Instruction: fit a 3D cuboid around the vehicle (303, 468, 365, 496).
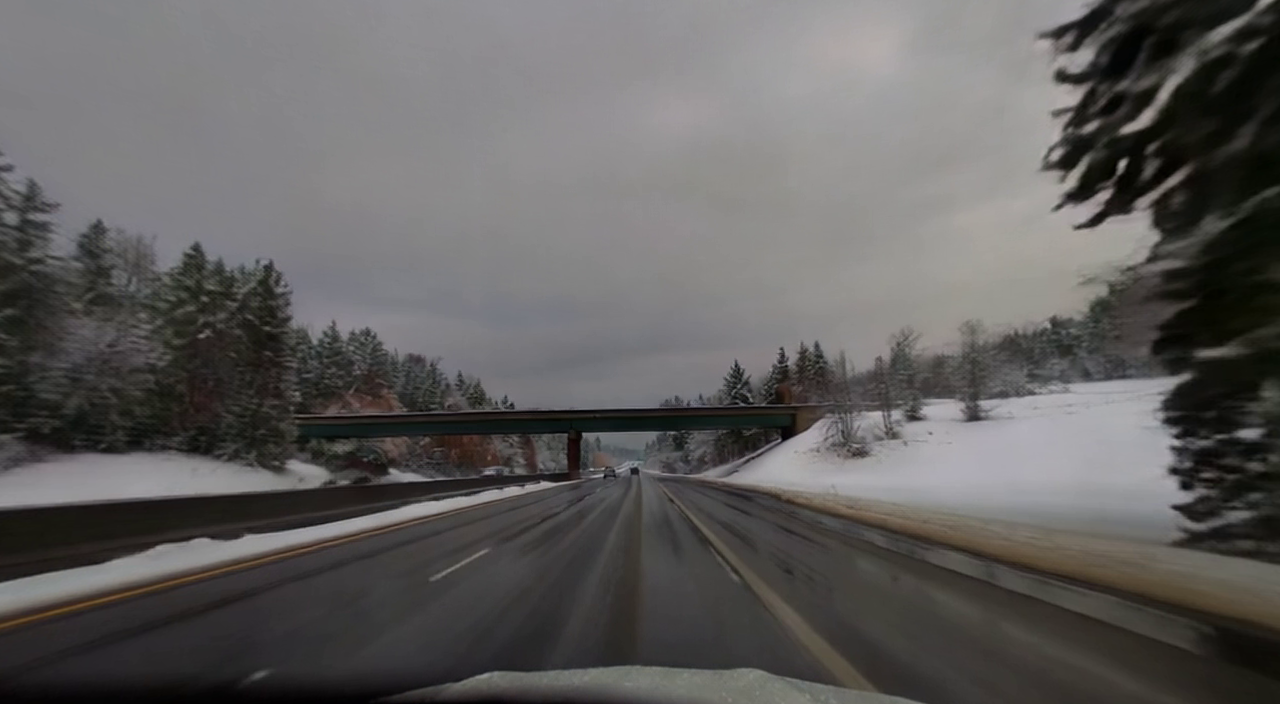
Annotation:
[{"bbox_3d":[-17.082,7.286,35.364,1.699,1.445,3.430,0,-10,1],"label":"vehicle"}]
